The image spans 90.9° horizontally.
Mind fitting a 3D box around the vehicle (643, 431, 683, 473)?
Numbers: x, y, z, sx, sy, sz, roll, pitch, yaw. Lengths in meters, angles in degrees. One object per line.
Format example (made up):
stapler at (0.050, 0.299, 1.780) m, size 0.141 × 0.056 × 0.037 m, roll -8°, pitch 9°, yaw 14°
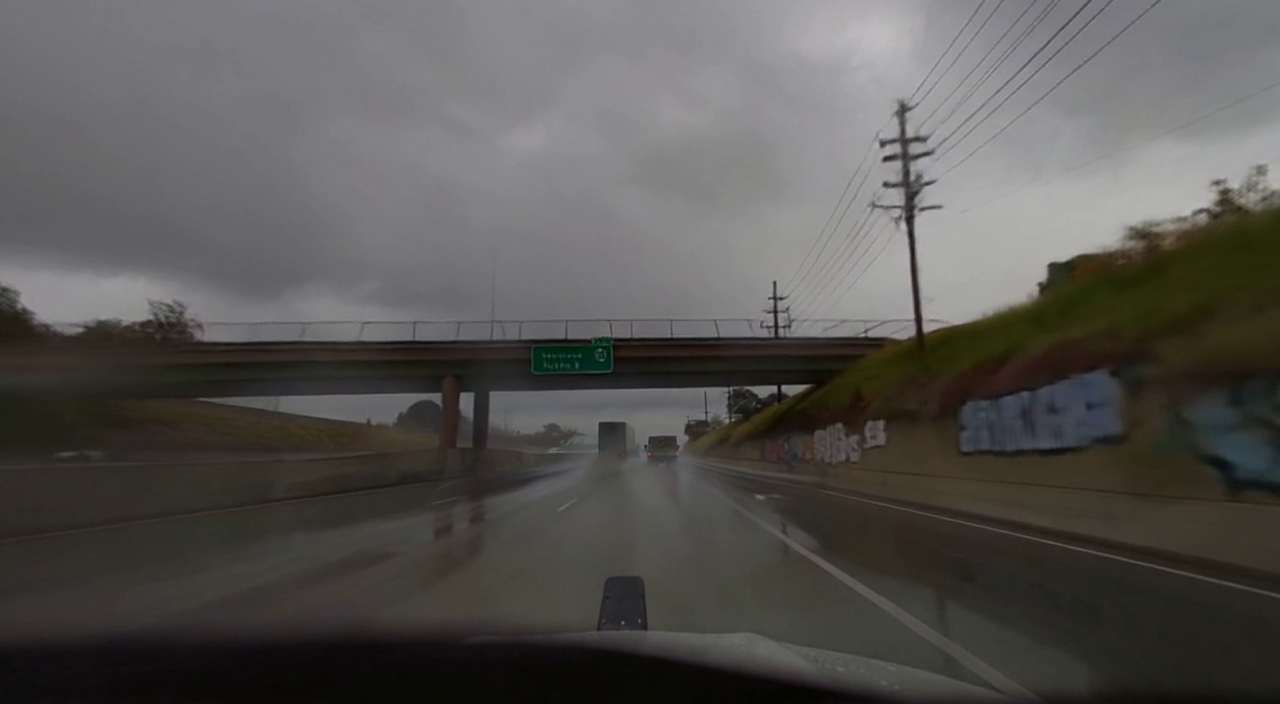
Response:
vehicle at (1.468, 6.810, 42.863) m, size 2.462 × 2.627 × 5.799 m, roll 0°, pitch -9°, yaw -1°
